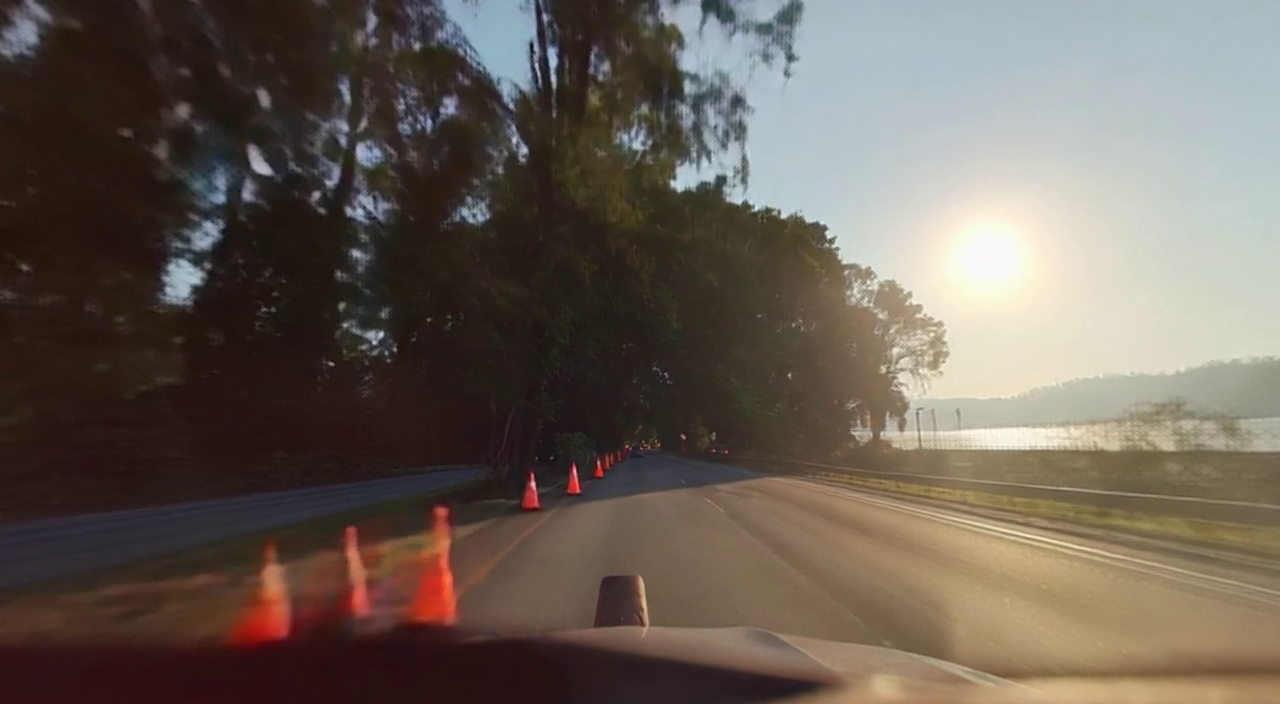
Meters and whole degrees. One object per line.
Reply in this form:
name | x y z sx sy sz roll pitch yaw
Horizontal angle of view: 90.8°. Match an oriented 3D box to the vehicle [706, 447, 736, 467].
vehicle | 6.272 8.189 49.331 1.904 1.470 4.583 0 -8 2
